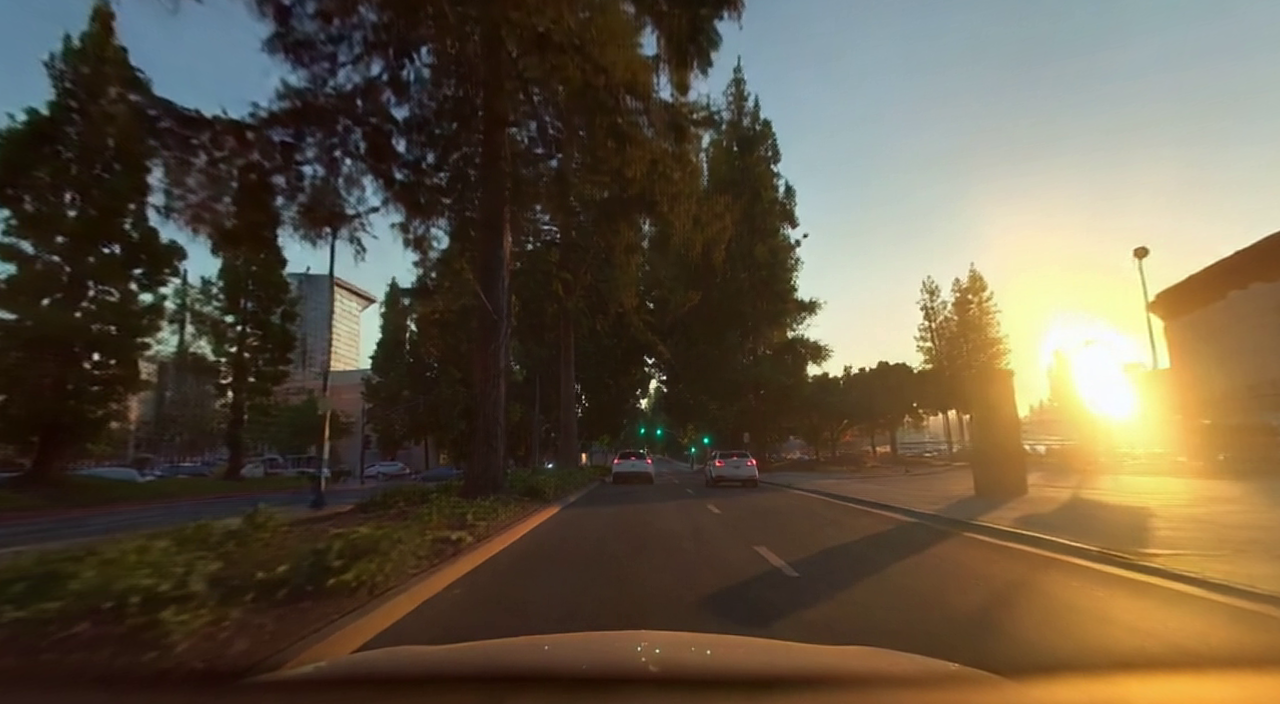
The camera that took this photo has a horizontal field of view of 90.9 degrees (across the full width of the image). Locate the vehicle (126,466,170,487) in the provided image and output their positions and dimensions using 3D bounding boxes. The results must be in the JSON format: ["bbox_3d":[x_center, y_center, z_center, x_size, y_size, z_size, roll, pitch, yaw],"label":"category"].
[{"bbox_3d":[-37.907,9.587,48.638,1.752,1.396,4.340,4,-10,-26],"label":"vehicle"}]

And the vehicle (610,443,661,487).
[{"bbox_3d":[-0.166,4.764,26.925,2.022,1.700,4.084,0,-9,1],"label":"vehicle"}]

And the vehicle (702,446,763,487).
[{"bbox_3d":[3.749,4.684,26.109,1.847,1.554,4.052,0,-9,-1],"label":"vehicle"}]

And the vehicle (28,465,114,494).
[{"bbox_3d":[-32.663,7.292,36.374,1.742,1.411,4.415,2,-9,-14],"label":"vehicle"}]

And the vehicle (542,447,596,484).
[{"bbox_3d":[-3.485,5.647,31.840,2.047,1.710,4.314,0,-8,2],"label":"vehicle"}]
